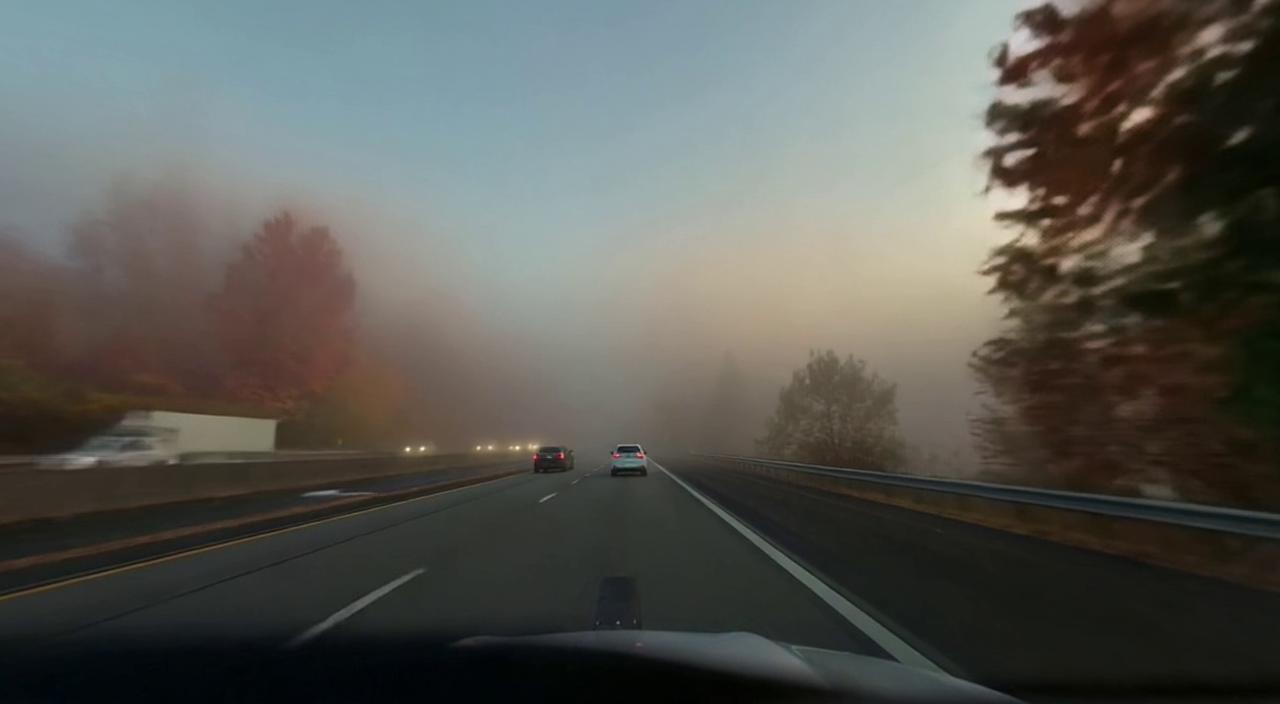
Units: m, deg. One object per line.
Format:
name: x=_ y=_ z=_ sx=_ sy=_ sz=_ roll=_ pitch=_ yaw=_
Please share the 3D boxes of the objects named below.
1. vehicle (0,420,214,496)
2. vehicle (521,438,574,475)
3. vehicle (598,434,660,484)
vehicle: x=-13.313 y=2.626 z=15.709 sx=2.003 sy=1.594 sz=4.599 roll=-1 pitch=-9 yaw=0
vehicle: x=-4.609 y=5.301 z=31.916 sx=1.974 sy=1.688 sz=4.727 roll=-1 pitch=-9 yaw=0
vehicle: x=-0.386 y=3.988 z=23.566 sx=2.115 sy=1.661 sz=4.049 roll=0 pitch=-9 yaw=0
